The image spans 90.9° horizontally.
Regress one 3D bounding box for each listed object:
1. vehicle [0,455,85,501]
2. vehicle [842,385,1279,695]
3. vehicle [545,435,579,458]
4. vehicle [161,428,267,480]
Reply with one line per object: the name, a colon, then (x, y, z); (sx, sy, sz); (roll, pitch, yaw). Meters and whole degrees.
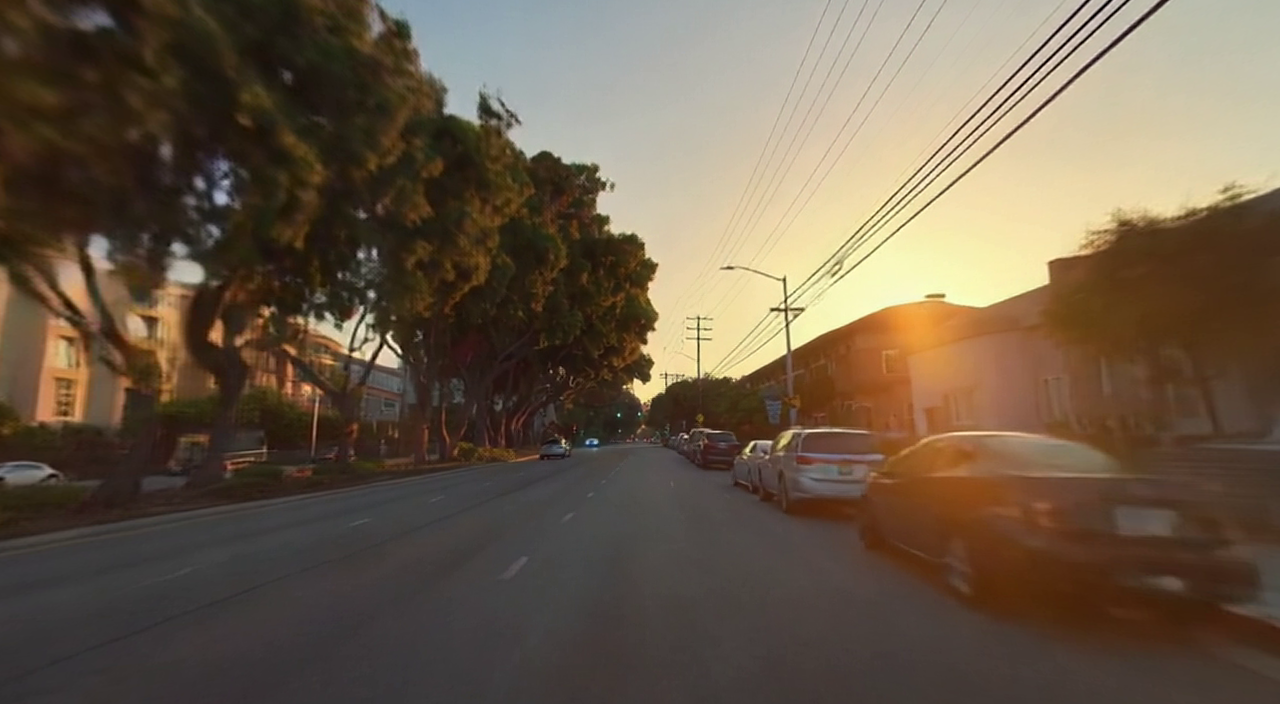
vehicle: (-25.783, 5.093, 25.710); (2.121, 1.699, 4.506); (0, -8, 0)
vehicle: (3.675, 1.356, 5.850); (2.041, 1.661, 4.773); (0, -8, 0)
vehicle: (-5.986, 7.299, 48.858); (2.000, 1.671, 4.497); (0, -8, 2)
vehicle: (-25.689, 6.171, 38.433); (2.223, 2.895, 5.824); (0, -8, 1)
